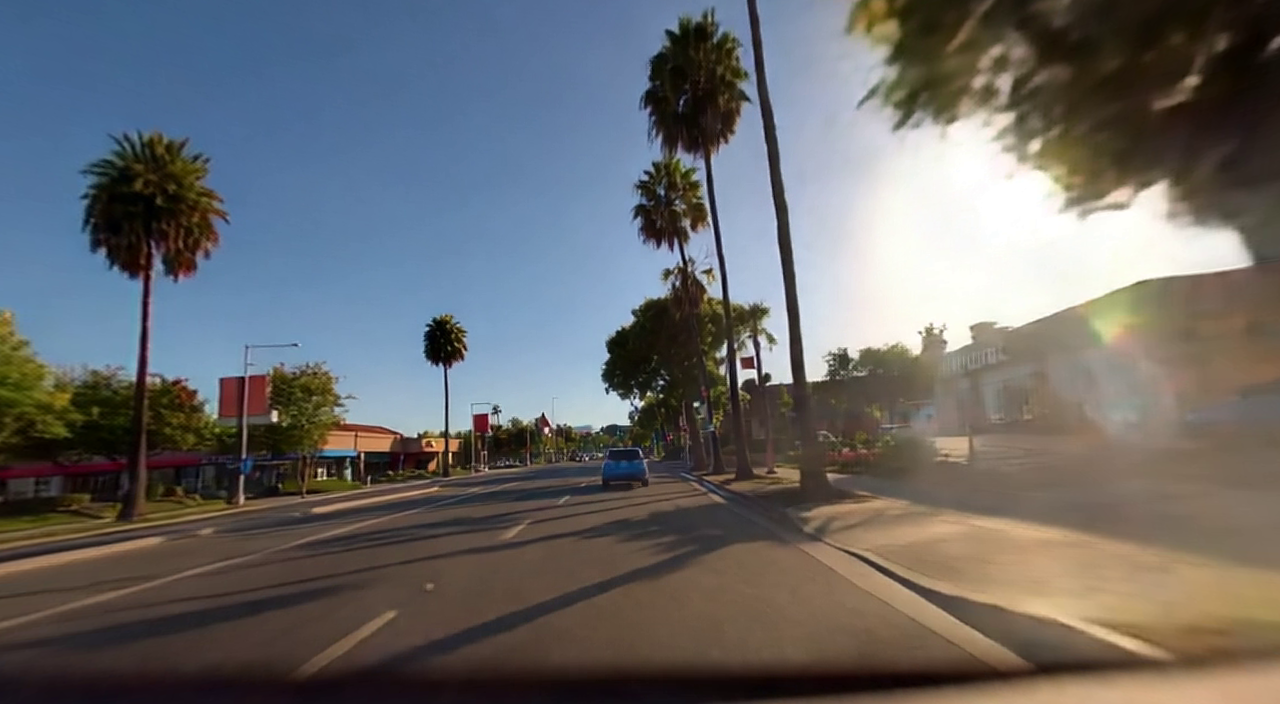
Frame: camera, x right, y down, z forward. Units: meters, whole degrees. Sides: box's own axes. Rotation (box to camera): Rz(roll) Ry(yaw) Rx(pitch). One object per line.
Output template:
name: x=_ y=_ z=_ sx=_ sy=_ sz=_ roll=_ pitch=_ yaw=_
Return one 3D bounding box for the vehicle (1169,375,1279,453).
vehicle: x=13.315 y=1.222 z=12.454 sx=1.827 sy=1.497 sz=4.468 roll=0 pitch=-9 yaw=-1

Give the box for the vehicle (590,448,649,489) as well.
vehicle: x=-0.802 y=4.601 z=25.281 sx=2.156 sy=1.462 sz=4.495 roll=0 pitch=-9 yaw=-1

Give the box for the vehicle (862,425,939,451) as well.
vehicle: x=17.700 y=5.892 z=43.141 sx=1.856 sy=1.665 sz=4.574 roll=6 pitch=-10 yaw=-32

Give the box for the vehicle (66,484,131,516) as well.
vehicle: x=-32.155 y=8.784 z=37.606 sx=1.791 sy=1.511 sz=4.030 roll=3 pitch=-10 yaw=-24

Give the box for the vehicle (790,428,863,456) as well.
vehicle: x=12.484 y=6.089 z=42.584 sx=1.873 sy=1.657 sz=4.557 roll=5 pitch=-12 yaw=-31
